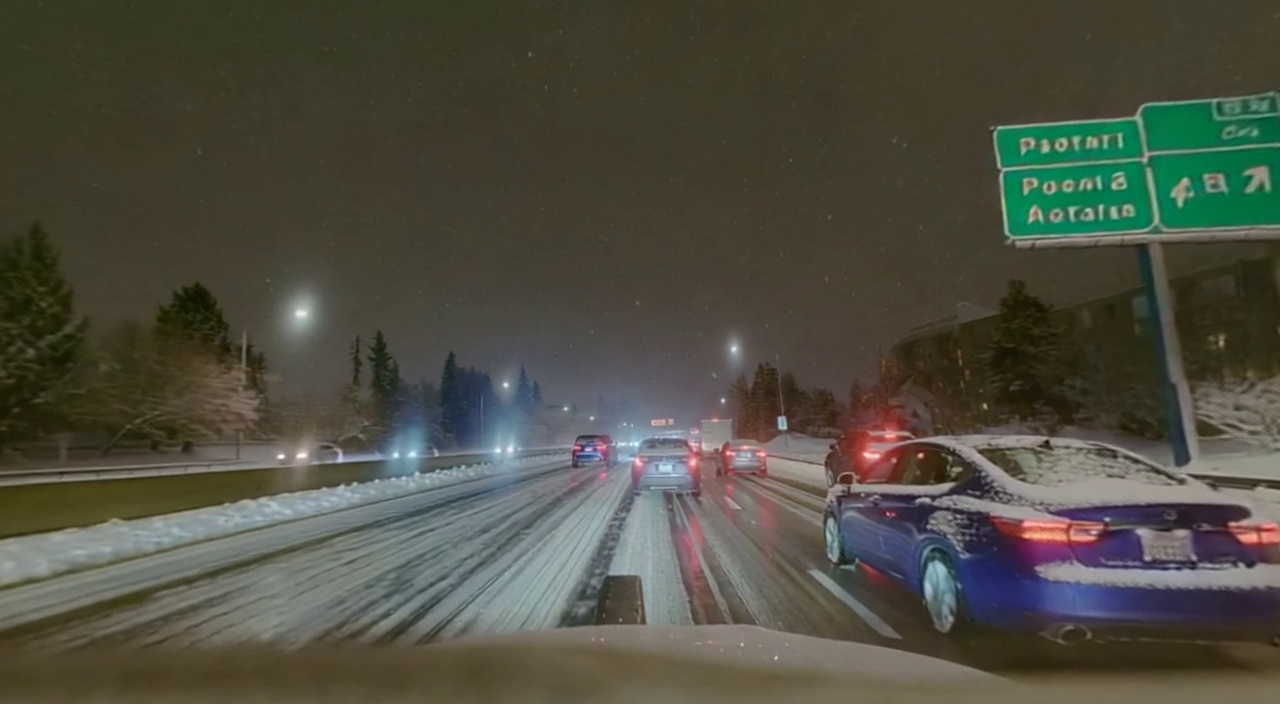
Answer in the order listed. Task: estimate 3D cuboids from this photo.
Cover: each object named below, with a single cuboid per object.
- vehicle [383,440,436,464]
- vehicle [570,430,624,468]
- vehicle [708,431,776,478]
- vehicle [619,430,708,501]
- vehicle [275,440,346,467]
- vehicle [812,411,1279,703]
[{"bbox_3d":[-17.229,7.510,47.302,1.925,1.677,4.495,-1,-9,5],"label":"vehicle"},{"bbox_3d":[-2.334,5.493,35.617,2.434,1.965,5.305,0,-9,3],"label":"vehicle"},{"bbox_3d":[3.942,4.061,24.996,2.076,1.684,4.241,0,-9,1],"label":"vehicle"},{"bbox_3d":[0.611,2.929,16.557,2.074,1.614,3.803,0,-9,2],"label":"vehicle"},{"bbox_3d":[-21.816,6.752,41.914,2.009,1.685,4.453,-1,-9,4],"label":"vehicle"},{"bbox_3d":[3.154,1.400,5.487,2.009,1.489,4.559,0,-9,0],"label":"vehicle"}]
